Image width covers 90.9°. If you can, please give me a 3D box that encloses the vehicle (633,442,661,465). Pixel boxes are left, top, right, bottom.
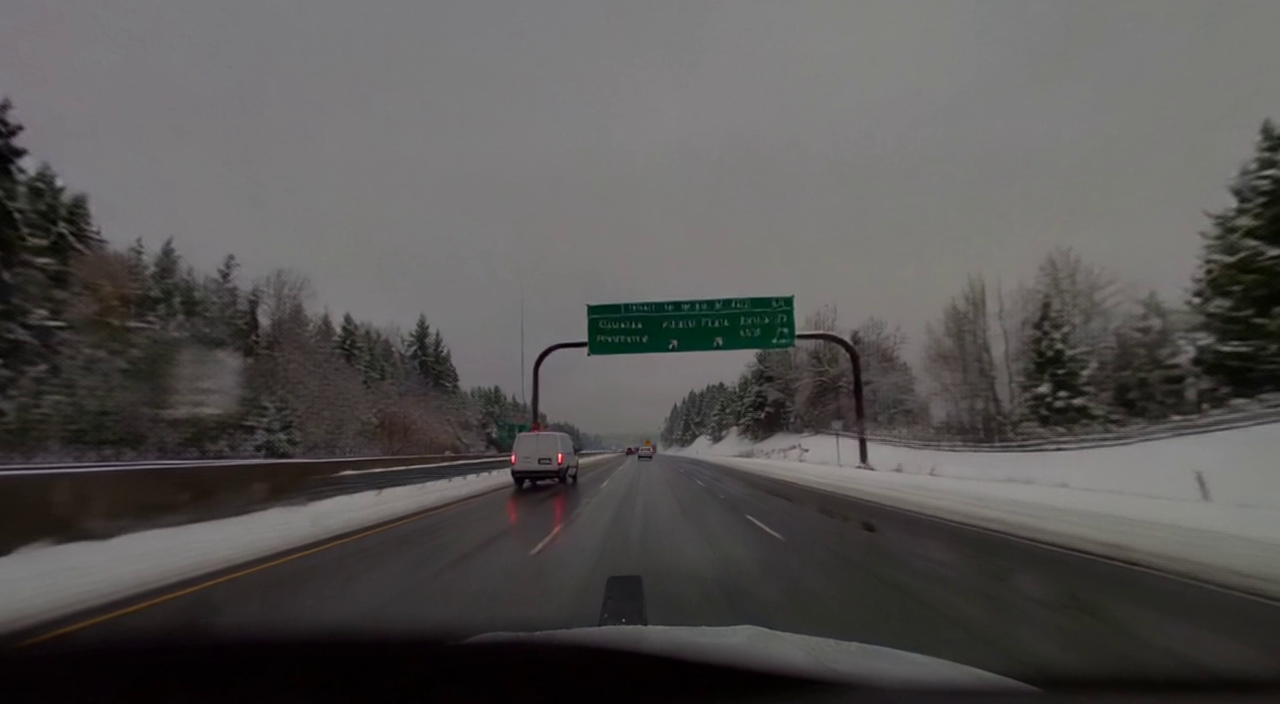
[{"bbox_3d":[0.514,7.794,48.544,2.067,1.690,3.901,0,-9,0],"label":"vehicle"}]

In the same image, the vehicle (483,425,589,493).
[{"bbox_3d":[-3.242,3.548,21.193,2.572,1.927,5.803,0,-9,0],"label":"vehicle"}]
